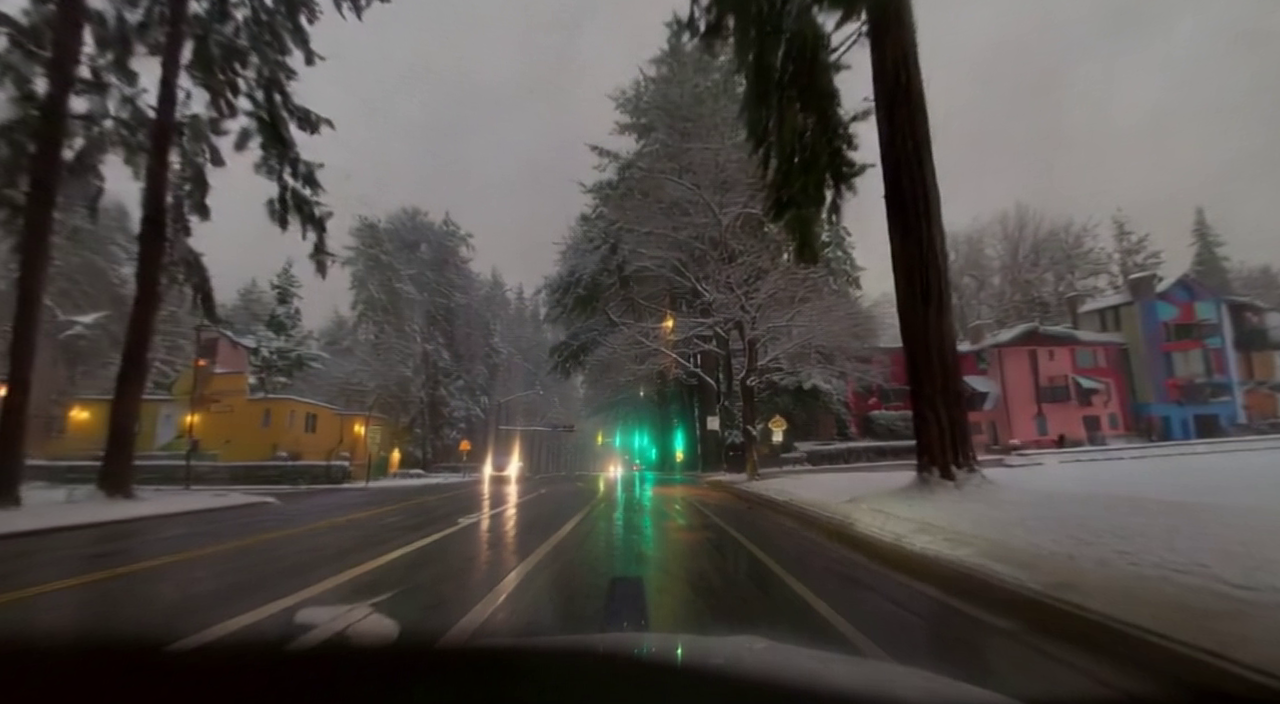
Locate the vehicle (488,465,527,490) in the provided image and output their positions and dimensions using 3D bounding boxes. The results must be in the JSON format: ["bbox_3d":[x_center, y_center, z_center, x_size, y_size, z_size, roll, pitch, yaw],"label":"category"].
[{"bbox_3d":[-9.598,9.118,46.010,1.977,1.633,4.528,0,-8,-1],"label":"vehicle"}]
